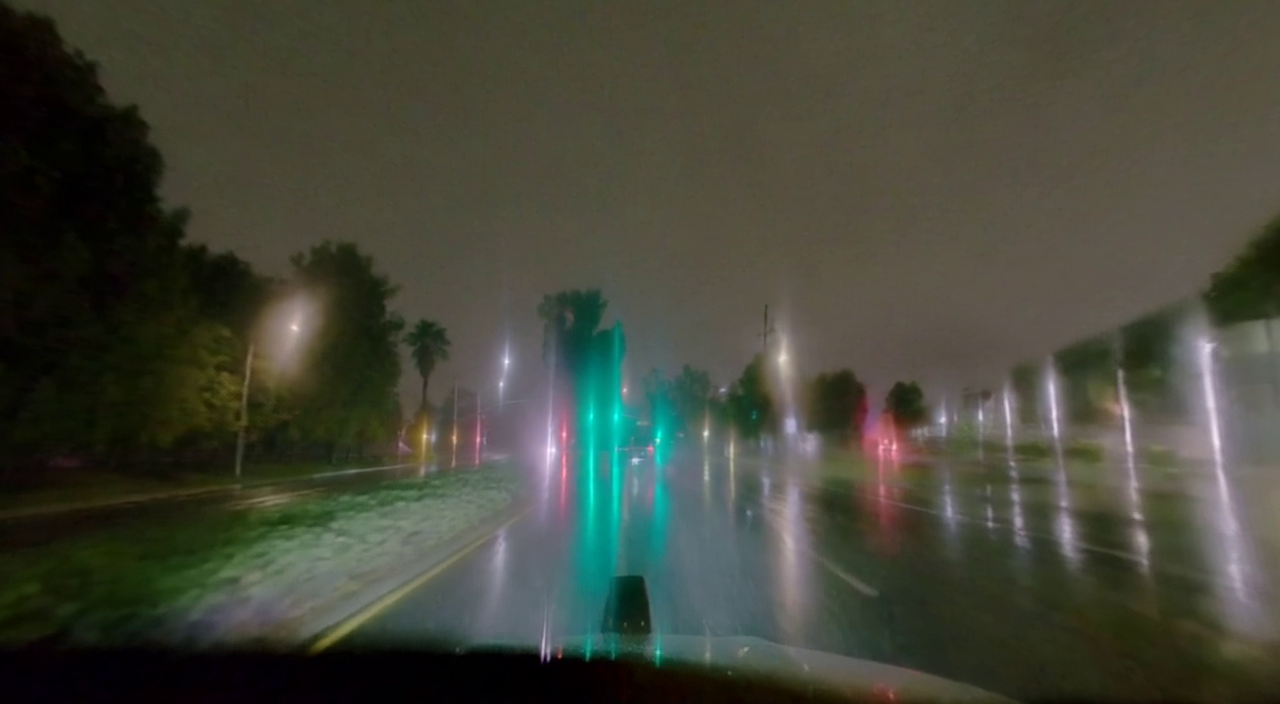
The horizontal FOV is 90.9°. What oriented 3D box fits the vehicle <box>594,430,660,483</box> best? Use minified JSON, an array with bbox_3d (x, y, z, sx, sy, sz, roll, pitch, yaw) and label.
[{"bbox_3d":[-0.464,3.768,22.921,2.192,1.734,4.176,0,-8,-1],"label":"vehicle"}]
